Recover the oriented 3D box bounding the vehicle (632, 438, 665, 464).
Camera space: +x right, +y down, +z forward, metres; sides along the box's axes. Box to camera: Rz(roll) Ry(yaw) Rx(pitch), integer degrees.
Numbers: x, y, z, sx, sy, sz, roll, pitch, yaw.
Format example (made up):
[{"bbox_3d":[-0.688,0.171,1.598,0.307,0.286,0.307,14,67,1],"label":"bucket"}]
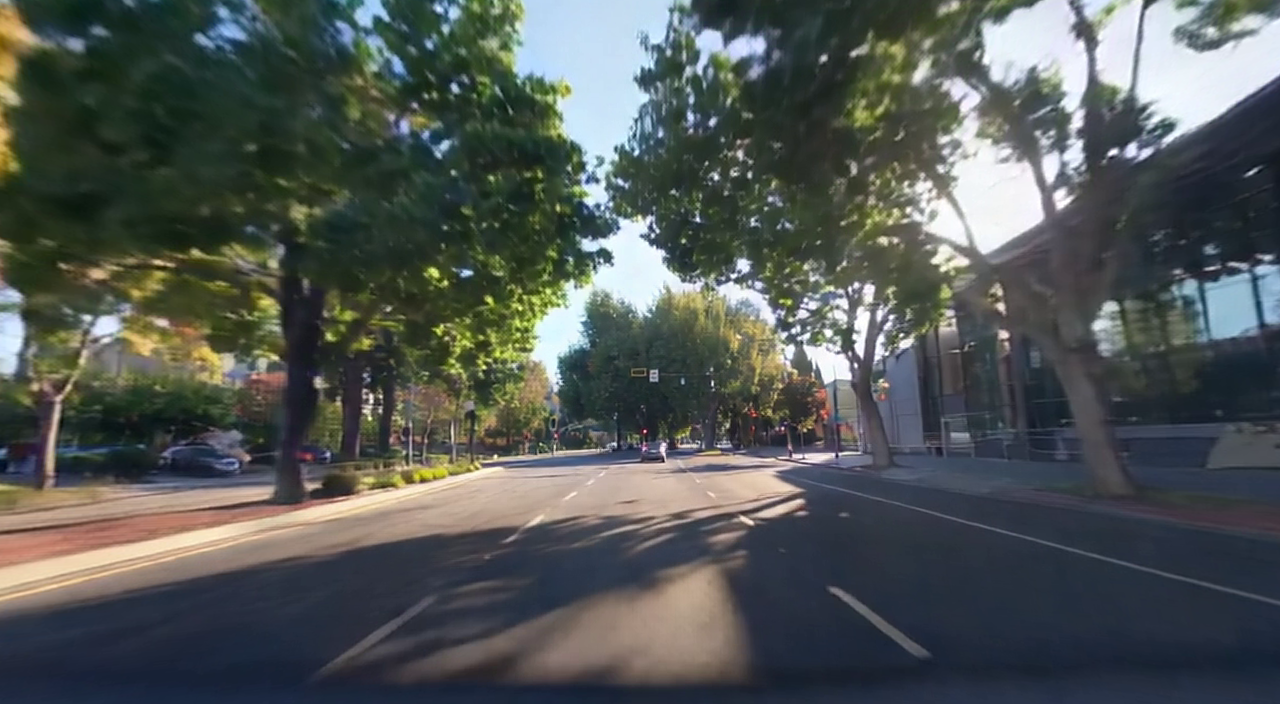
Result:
[{"bbox_3d":[0.607,6.357,40.719,2.037,1.568,3.693,0,-8,2],"label":"vehicle"}]
